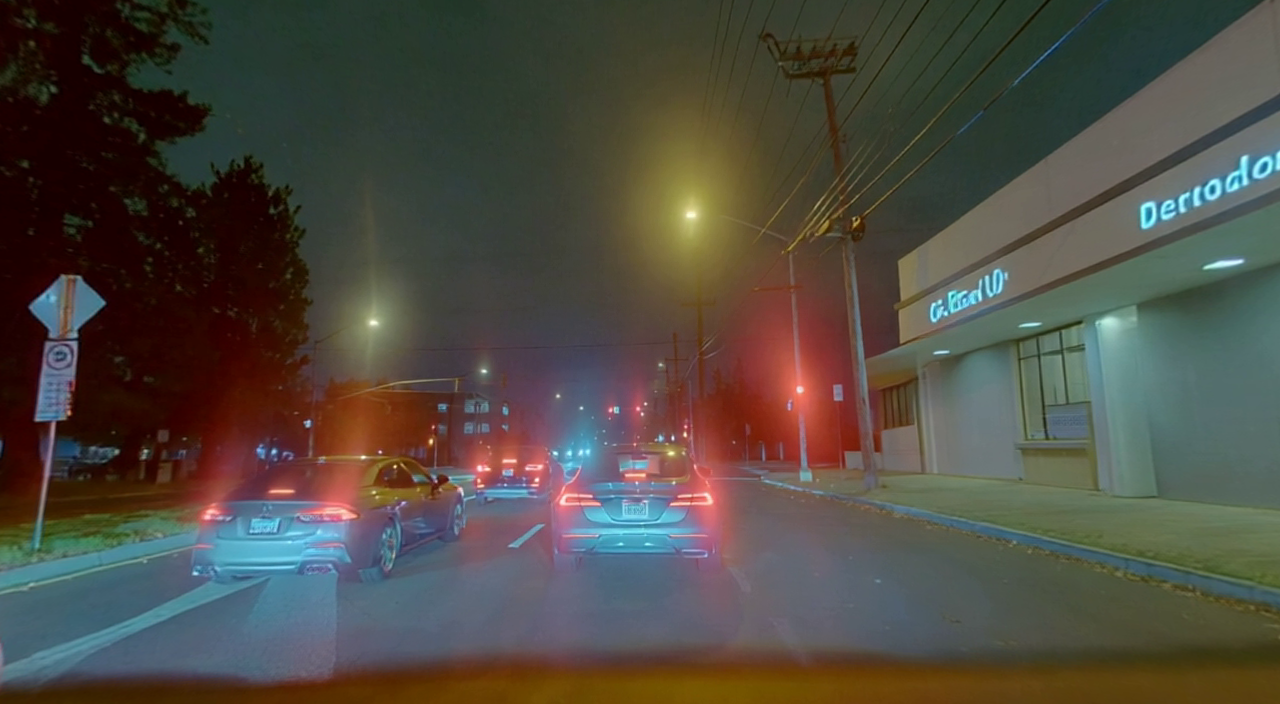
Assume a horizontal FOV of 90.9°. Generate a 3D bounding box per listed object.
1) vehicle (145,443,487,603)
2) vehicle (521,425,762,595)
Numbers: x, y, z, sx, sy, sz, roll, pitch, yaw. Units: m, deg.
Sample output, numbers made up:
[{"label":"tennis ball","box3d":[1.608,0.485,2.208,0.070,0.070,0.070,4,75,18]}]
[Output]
[{"label":"vehicle","box3d":[-3.222,1.744,7.352,1.765,1.319,4.013,0,-9,2]},{"label":"vehicle","box3d":[0.001,1.681,7.547,2.101,1.469,3.955,0,-9,0]}]
